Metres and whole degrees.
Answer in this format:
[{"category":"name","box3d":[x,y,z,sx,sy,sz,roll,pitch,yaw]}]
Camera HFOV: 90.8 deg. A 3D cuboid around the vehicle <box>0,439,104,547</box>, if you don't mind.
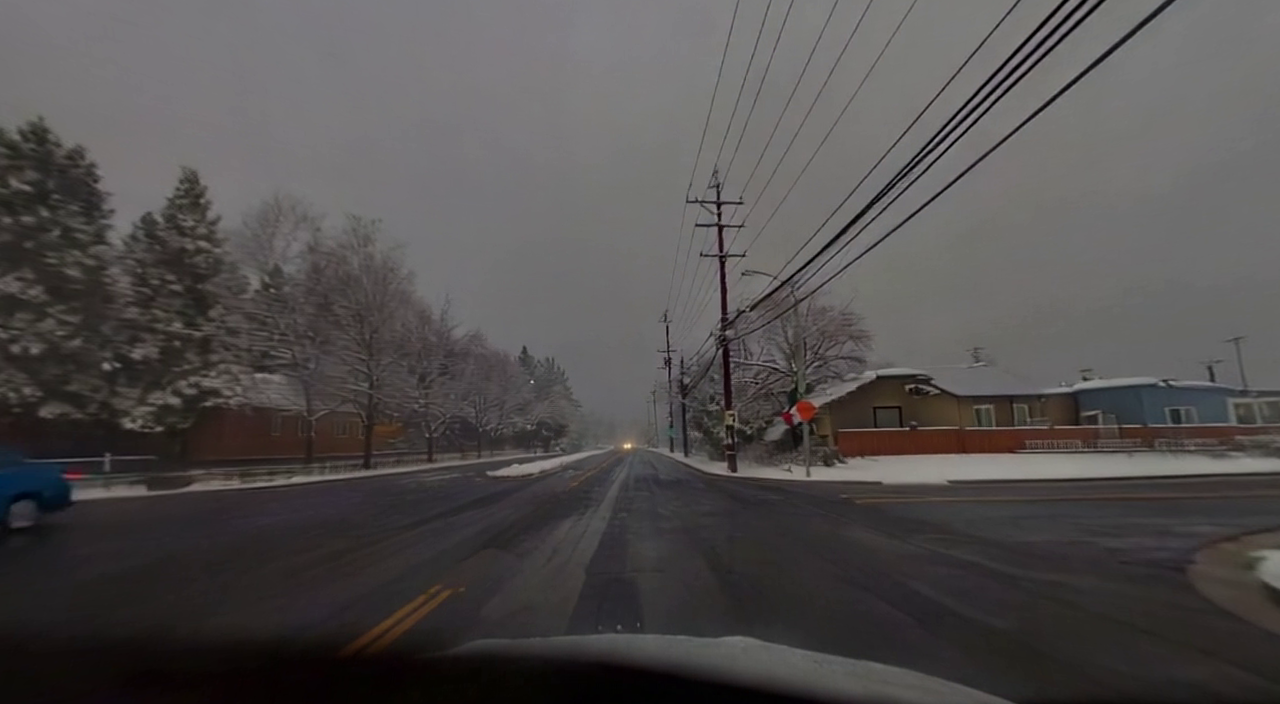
[{"category":"vehicle","box3d":[-11.032,2.129,9.375,2.072,1.680,4.705,0,-9,-1]}]
